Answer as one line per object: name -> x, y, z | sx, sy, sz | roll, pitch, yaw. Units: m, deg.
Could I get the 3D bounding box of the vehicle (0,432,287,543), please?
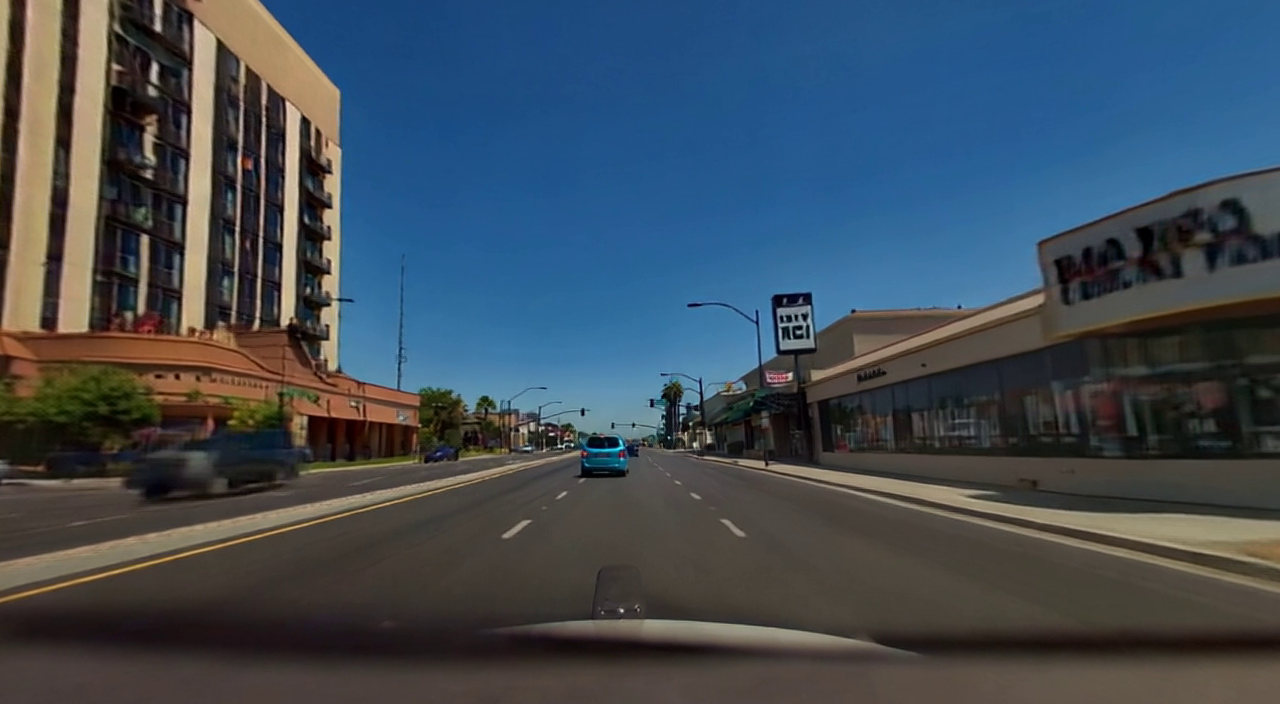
vehicle -> -8.098, 2.153, 10.653 | 1.899, 1.495, 4.093 | 0, -8, -1

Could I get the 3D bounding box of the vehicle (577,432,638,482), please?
vehicle -> -1.147, 3.989, 24.085 | 2.080, 1.722, 3.766 | 0, -8, 0
